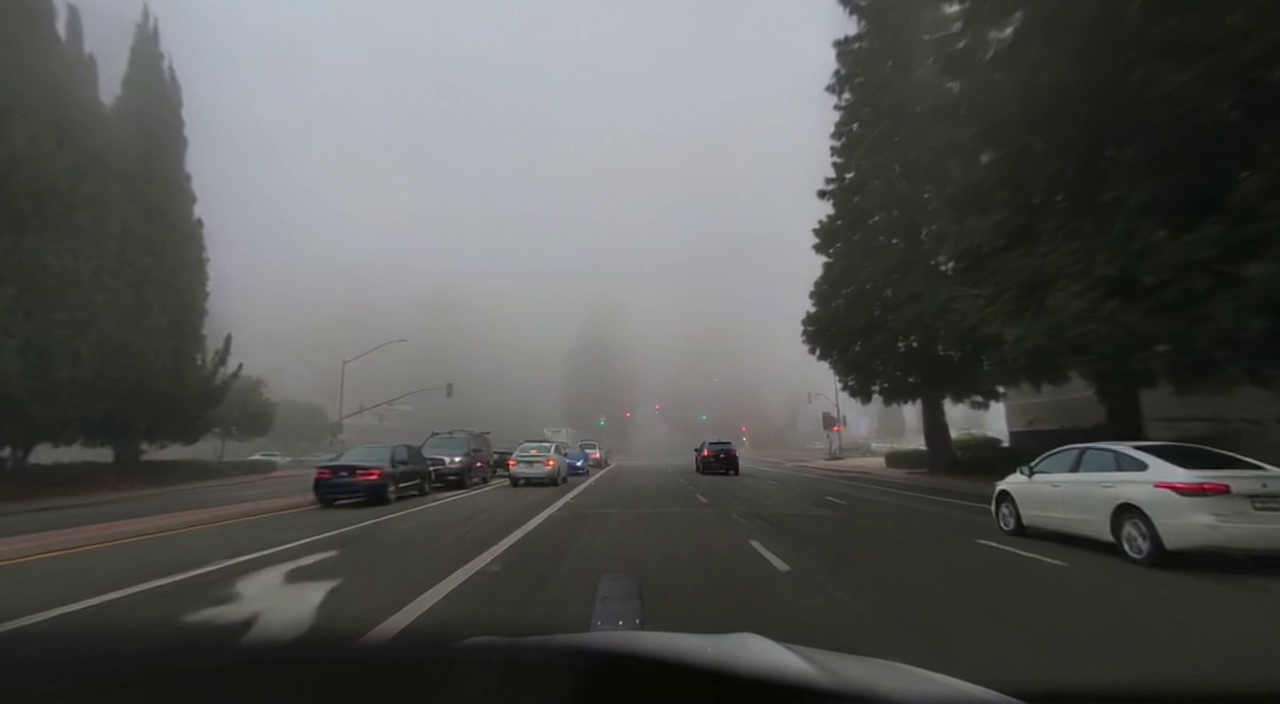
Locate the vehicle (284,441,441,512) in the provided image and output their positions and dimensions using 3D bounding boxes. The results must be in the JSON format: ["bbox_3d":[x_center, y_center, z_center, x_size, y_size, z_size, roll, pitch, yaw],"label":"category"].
[{"bbox_3d":[-6.617,2.997,15.702,1.970,1.483,4.269,0,-8,0],"label":"vehicle"}]

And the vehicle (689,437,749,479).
[{"bbox_3d":[3.567,4.869,29.333,2.095,1.759,4.862,0,-9,-1],"label":"vehicle"}]

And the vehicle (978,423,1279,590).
[{"bbox_3d":[6.735,1.838,8.420,2.000,1.618,4.238,0,-9,-1],"label":"vehicle"}]

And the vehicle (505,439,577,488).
[{"bbox_3d":[-3.548,4.085,23.472,1.948,1.595,4.256,-1,-9,0],"label":"vehicle"}]

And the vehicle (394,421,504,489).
[{"bbox_3d":[-6.705,3.721,23.092,2.141,2.111,5.940,-1,-9,0],"label":"vehicle"}]
